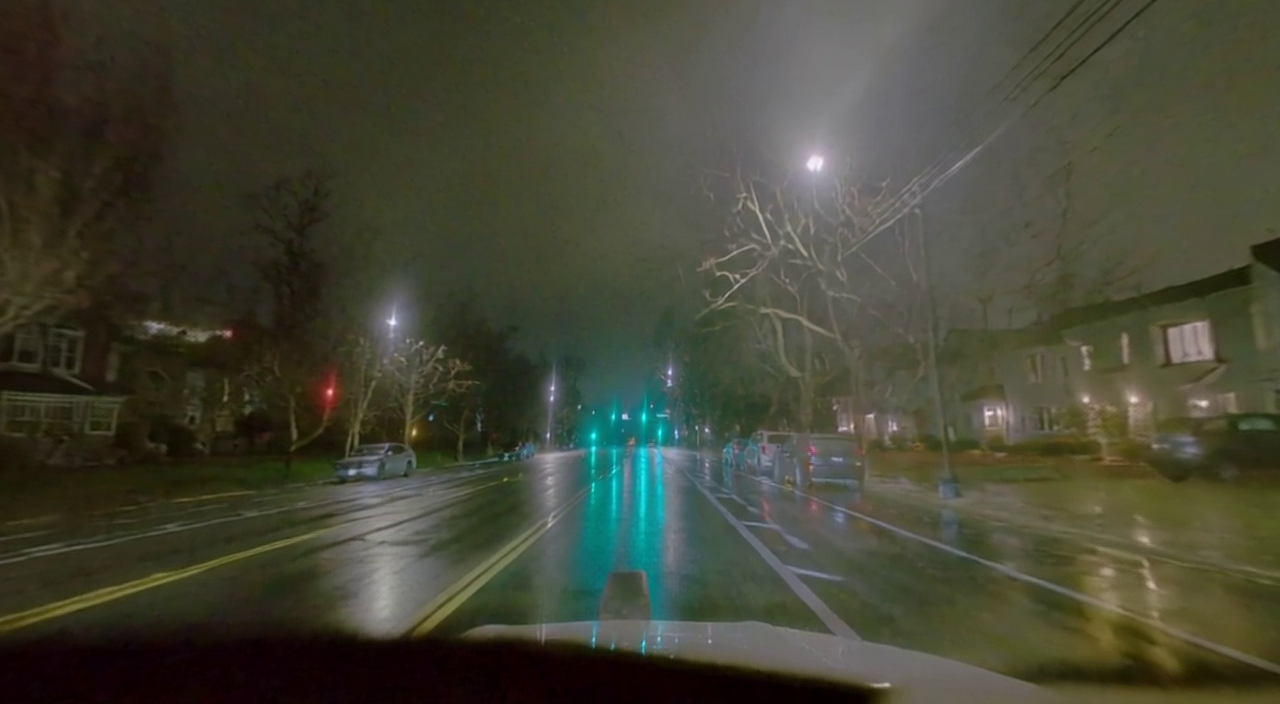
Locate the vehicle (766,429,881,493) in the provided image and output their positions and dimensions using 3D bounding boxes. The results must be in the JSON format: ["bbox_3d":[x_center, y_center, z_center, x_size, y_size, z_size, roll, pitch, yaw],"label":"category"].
[{"bbox_3d":[5.161,3.129,18.576,1.885,1.603,5.235,0,-8,1],"label":"vehicle"}]

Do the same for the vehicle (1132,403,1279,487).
[{"bbox_3d":[14.118,2.007,13.757,4.902,1.667,2.162,0,-8,0],"label":"vehicle"}]

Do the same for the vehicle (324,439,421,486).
[{"bbox_3d":[-11.529,4.762,27.603,2.054,1.704,4.710,-3,-7,3],"label":"vehicle"}]
